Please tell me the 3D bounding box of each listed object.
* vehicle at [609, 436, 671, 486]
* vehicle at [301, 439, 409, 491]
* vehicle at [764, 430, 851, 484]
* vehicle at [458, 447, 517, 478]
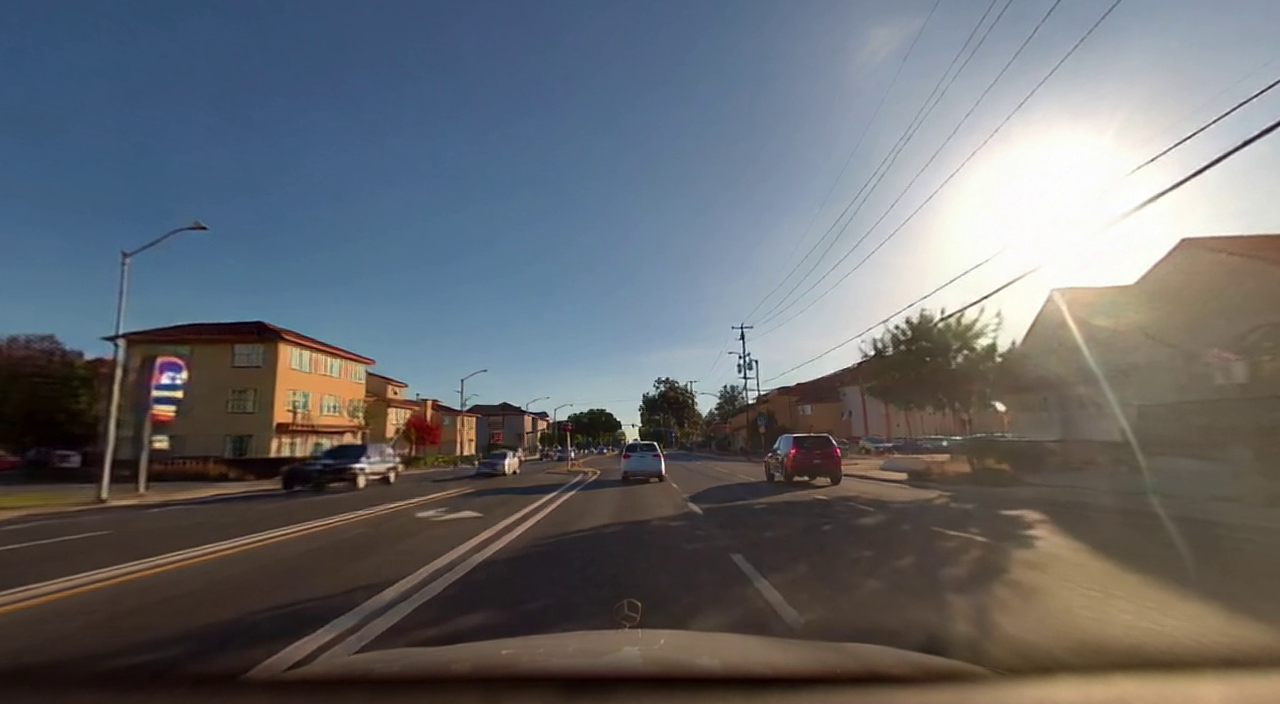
[{"bbox_3d":[-0.035,4.066,23.741,2.138,1.702,4.168,0,-9,-1],"label":"vehicle"},{"bbox_3d":[-11.030,4.383,24.817,2.078,1.825,4.611,0,-9,-1],"label":"vehicle"},{"bbox_3d":[6.315,4.011,24.264,2.061,1.889,4.268,0,-9,-1],"label":"vehicle"},{"bbox_3d":[-7.993,5.824,33.474,1.941,1.514,4.618,0,-9,0],"label":"vehicle"}]
